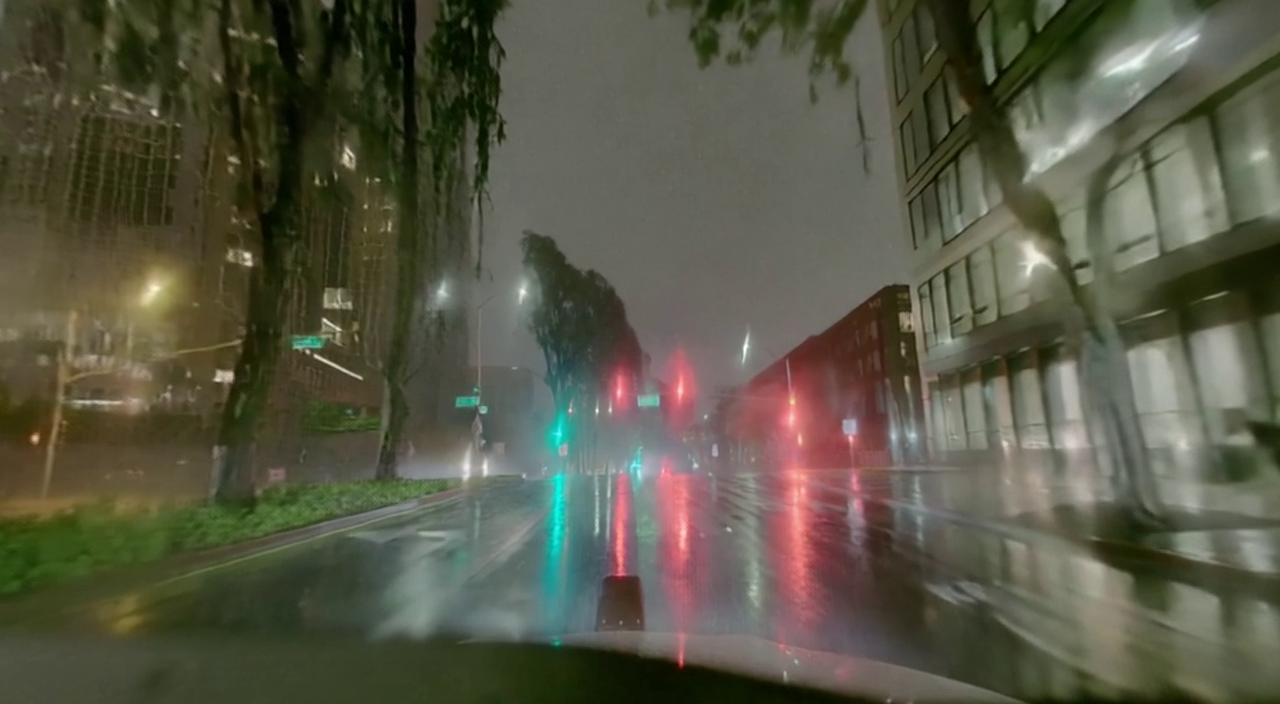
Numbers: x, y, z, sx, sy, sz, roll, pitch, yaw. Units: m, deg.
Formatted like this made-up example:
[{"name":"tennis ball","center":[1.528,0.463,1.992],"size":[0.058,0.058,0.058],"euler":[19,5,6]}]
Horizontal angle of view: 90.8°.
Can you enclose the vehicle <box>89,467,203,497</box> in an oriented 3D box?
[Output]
[{"name":"vehicle","center":[-28.420,7.499,36.480],"size":[4.758,1.549,2.194],"euler":[0,-8,1]}]
